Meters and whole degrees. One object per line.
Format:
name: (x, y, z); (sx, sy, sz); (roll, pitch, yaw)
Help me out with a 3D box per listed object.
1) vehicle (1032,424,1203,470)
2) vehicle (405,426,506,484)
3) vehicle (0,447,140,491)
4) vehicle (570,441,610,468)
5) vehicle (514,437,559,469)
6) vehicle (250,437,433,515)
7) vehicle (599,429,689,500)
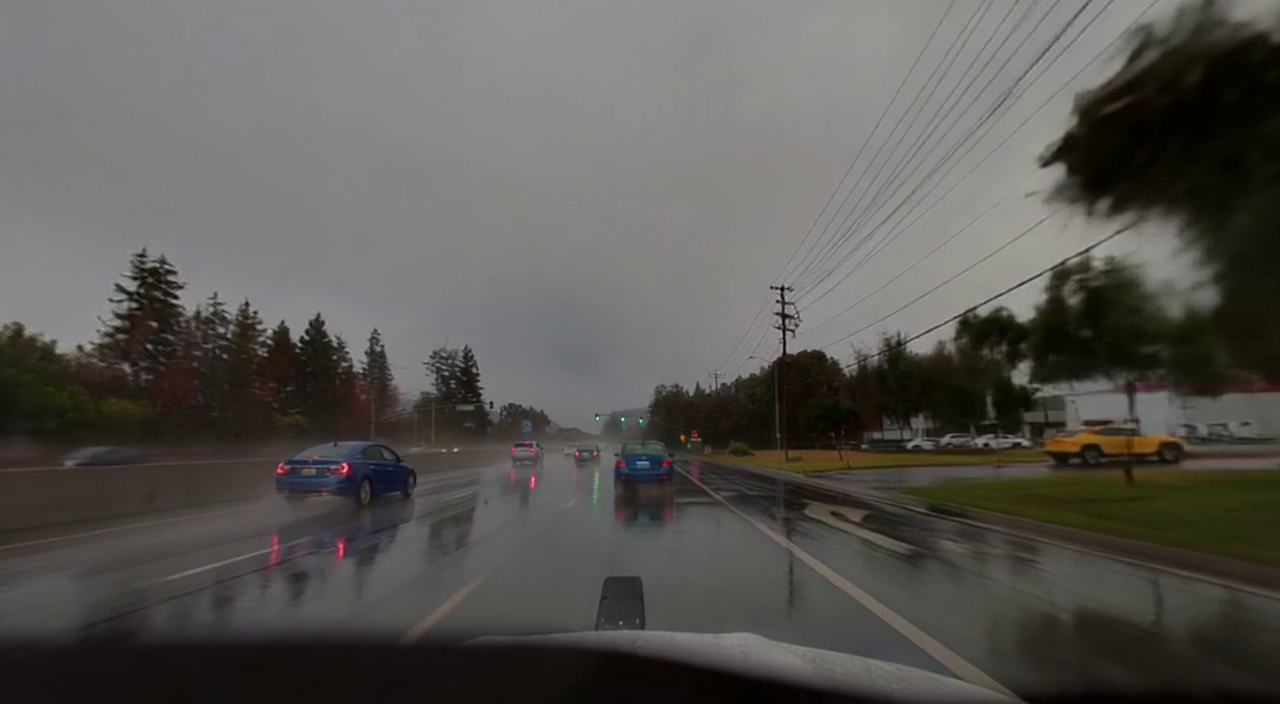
vehicle: (17.586, 3.525, 23.458); (4.659, 1.572, 2.019); (0, -8, 0)
vehicle: (-6.658, 3.774, 23.480); (2.144, 1.905, 4.967); (0, -8, 1)
vehicle: (-24.485, 4.985, 27.276); (2.112, 1.706, 4.432); (0, -8, 1)
vehicle: (-3.002, 6.244, 38.667); (2.055, 1.510, 3.961); (0, -8, 1)
vehicle: (-6.129, 6.045, 37.911); (1.914, 1.756, 4.179); (0, -8, 1)
vehicle: (-6.492, 2.726, 14.460); (1.900, 1.483, 4.547); (0, -8, 1)
vehicle: (0.092, 2.990, 17.146); (2.140, 1.653, 4.108); (0, -8, 0)
